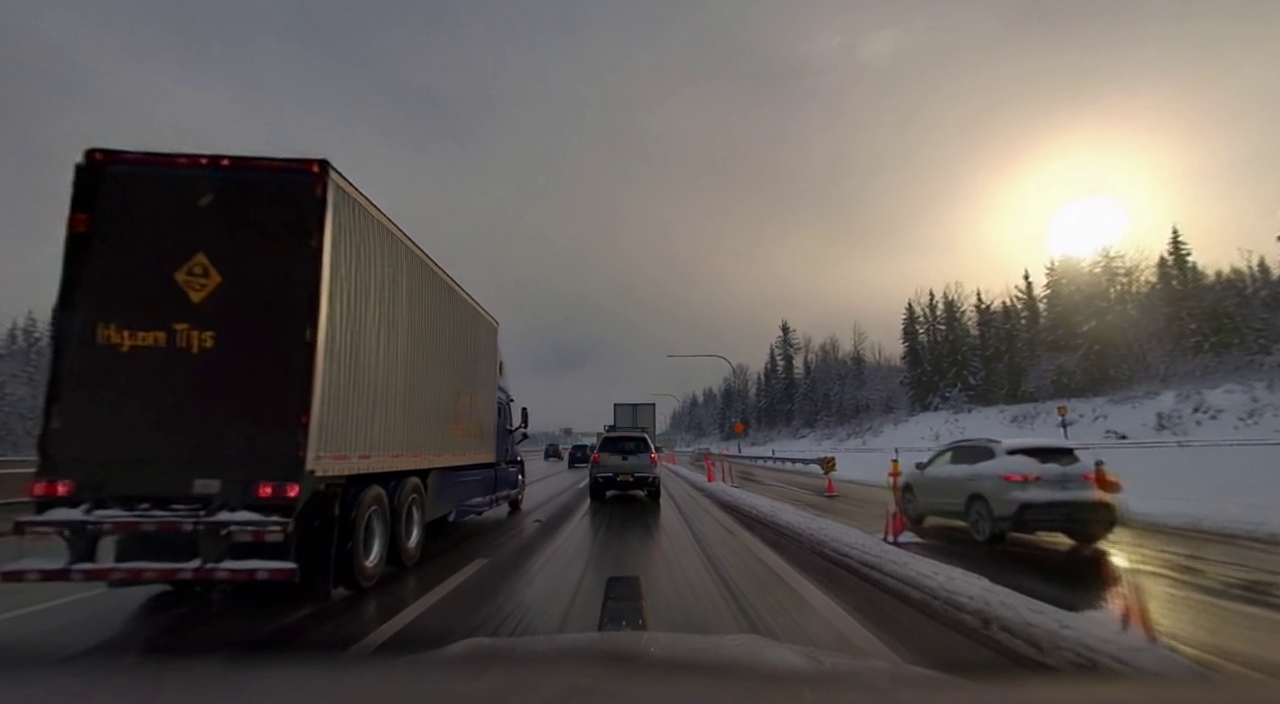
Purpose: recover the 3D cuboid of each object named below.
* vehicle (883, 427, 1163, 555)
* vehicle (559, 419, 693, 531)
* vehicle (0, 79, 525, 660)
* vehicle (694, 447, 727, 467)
[{"bbox_3d":[5.617,2.054,9.963,1.937,1.601,3.798,0,-9,-1],"label":"vehicle"},{"bbox_3d":[-0.263,2.281,12.187,2.152,1.779,3.924,0,-9,-1],"label":"vehicle"},{"bbox_3d":[-3.780,0.605,8.267,2.990,3.885,8.243,0,-9,0],"label":"vehicle"},{"bbox_3d":[5.342,7.998,48.274,1.918,1.479,4.571,0,-9,-1],"label":"vehicle"}]
